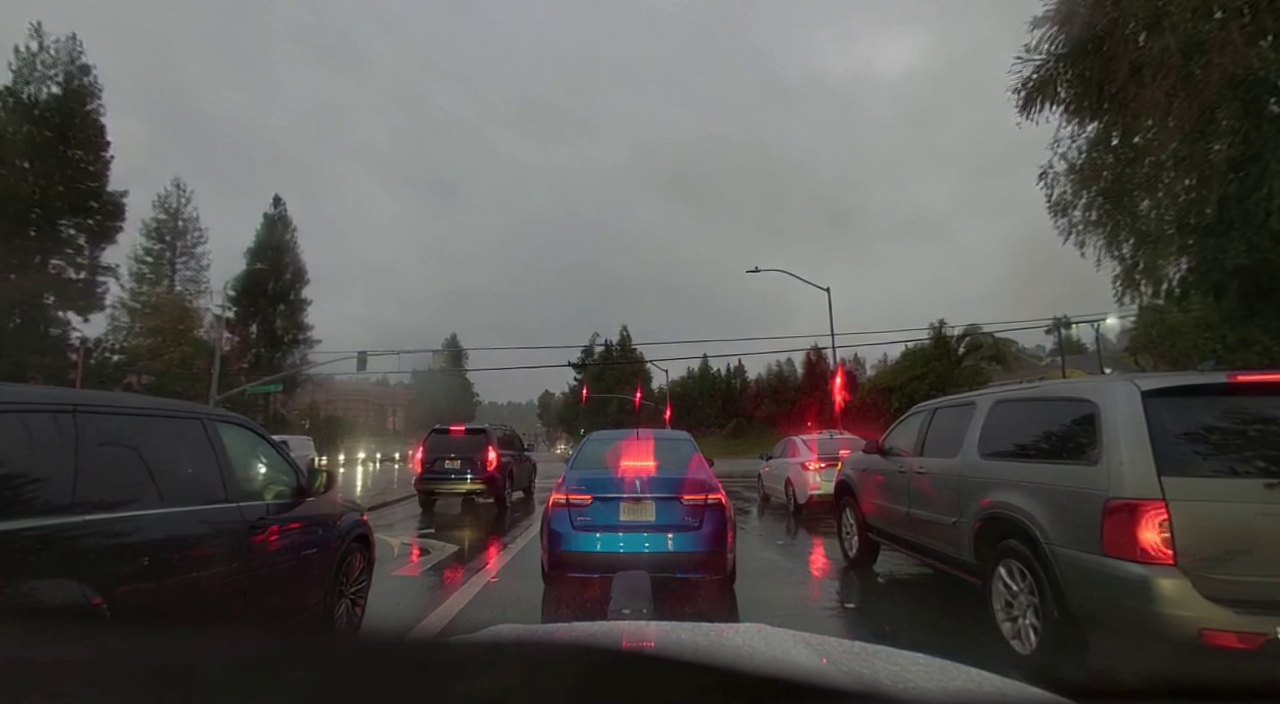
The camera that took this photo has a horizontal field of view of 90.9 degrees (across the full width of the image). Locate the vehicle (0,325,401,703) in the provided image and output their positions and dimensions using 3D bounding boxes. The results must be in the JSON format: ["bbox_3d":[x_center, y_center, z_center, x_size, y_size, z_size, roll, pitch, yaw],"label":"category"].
[{"bbox_3d":[-3.122,0.956,3.298,1.982,1.721,4.261,0,-8,1],"label":"vehicle"}]

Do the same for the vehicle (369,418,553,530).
[{"bbox_3d":[-3.182,2.296,12.430,2.117,1.772,4.619,0,-8,2],"label":"vehicle"}]

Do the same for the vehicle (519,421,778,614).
[{"bbox_3d":[0.032,1.592,6.983,2.021,1.490,3.948,0,-8,-1],"label":"vehicle"}]

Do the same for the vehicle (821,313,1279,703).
[{"bbox_3d":[3.213,1.103,4.717,2.141,1.833,4.704,0,-8,-2],"label":"vehicle"}]
